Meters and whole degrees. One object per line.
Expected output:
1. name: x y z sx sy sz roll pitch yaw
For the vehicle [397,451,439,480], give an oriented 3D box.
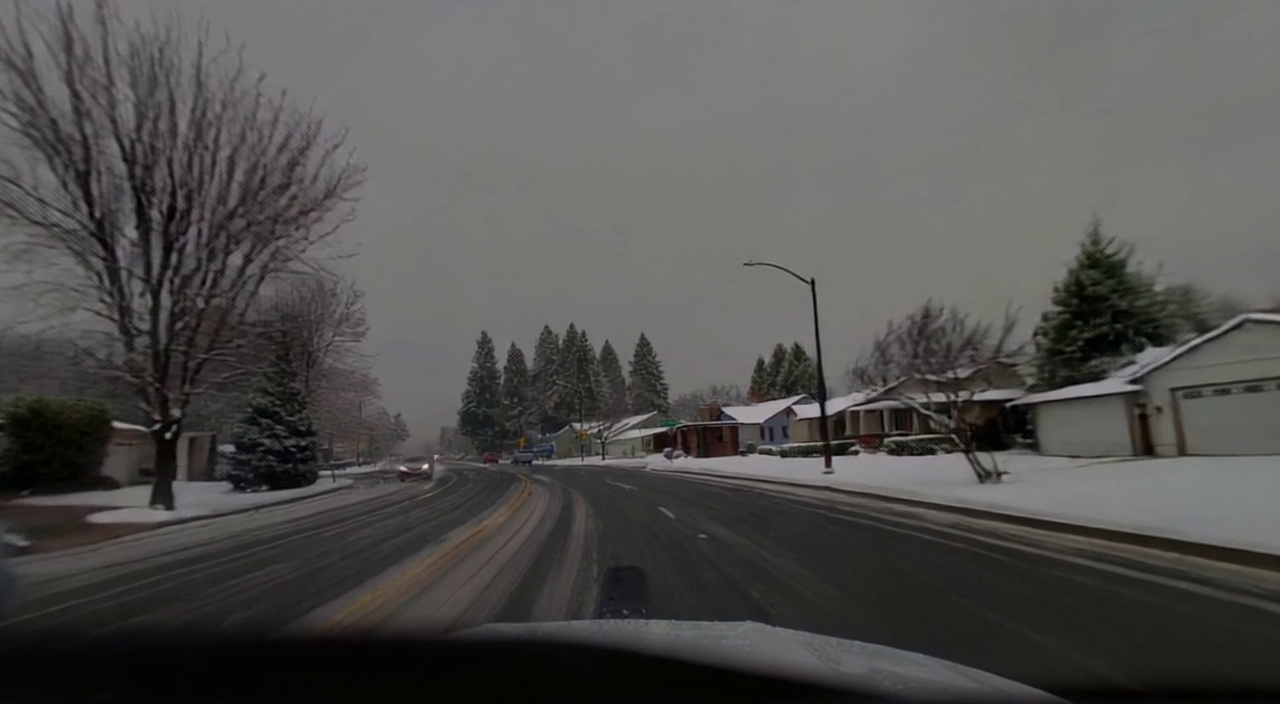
1. vehicle: -13.966 7.129 39.865 2.125 1.592 4.616 2 -9 -16
